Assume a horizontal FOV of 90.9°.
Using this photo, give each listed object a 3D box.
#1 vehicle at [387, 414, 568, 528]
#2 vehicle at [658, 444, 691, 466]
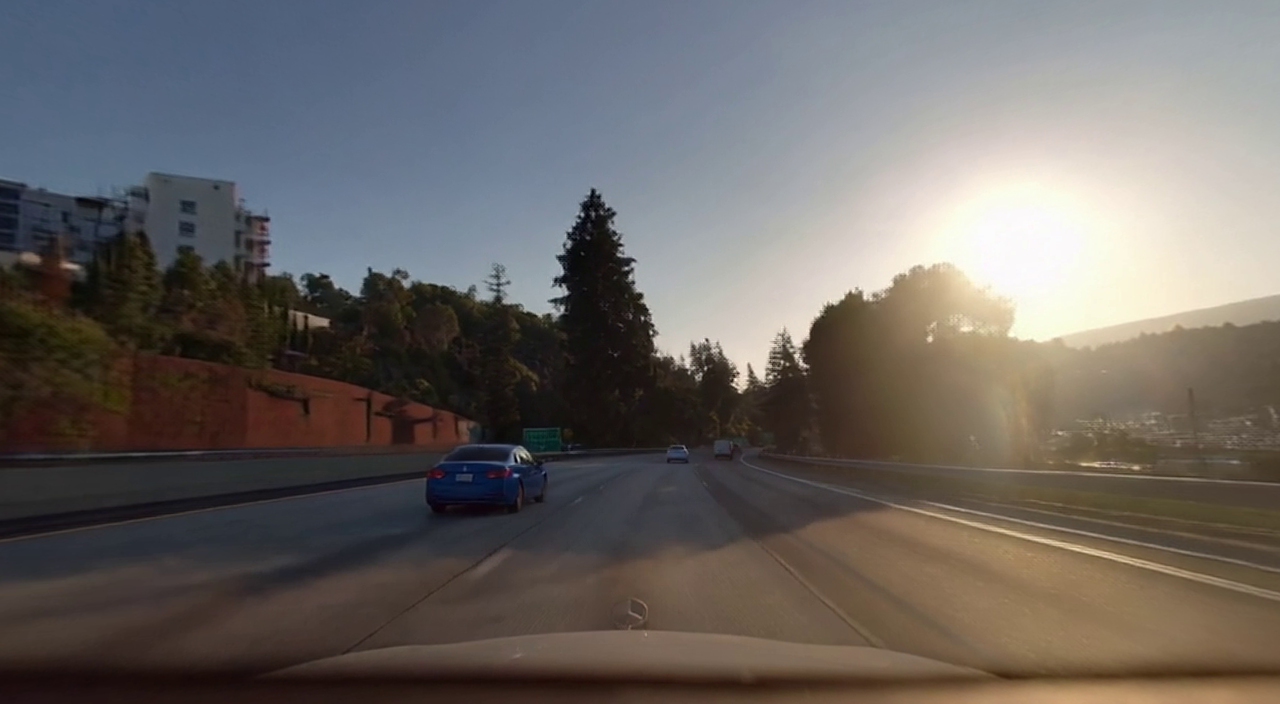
[{"bbox_3d":[-2.902,2.283,12.649,2.185,1.823,4.854,0,-9,2],"label":"vehicle"},{"bbox_3d":[2.387,7.087,43.626,2.158,1.458,3.656,0,-9,4],"label":"vehicle"}]
